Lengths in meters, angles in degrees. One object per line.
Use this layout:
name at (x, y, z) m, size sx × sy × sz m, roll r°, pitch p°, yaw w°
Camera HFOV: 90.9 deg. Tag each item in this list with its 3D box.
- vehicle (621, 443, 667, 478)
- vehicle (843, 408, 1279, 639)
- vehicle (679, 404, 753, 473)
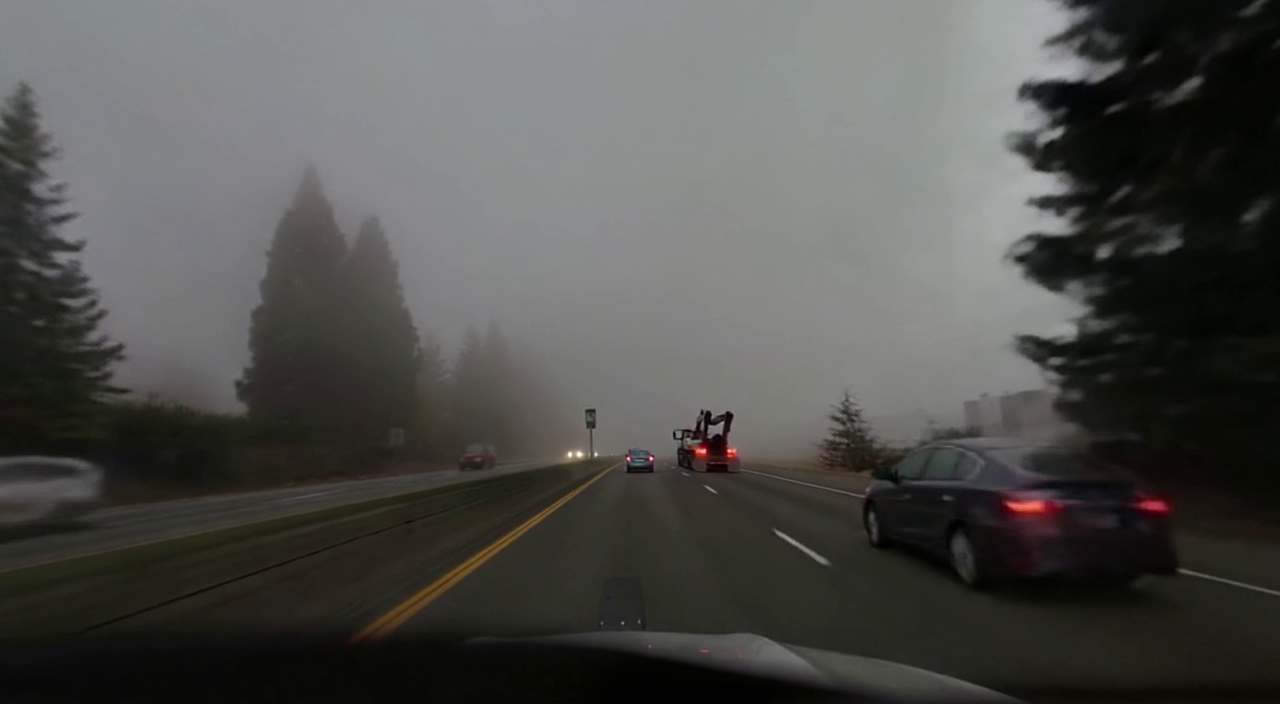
vehicle at (0.153, 5.138, 30.040) m, size 2.045 × 1.527 × 4.023 m, roll 0°, pitch -9°, yaw -1°
vehicle at (3.771, 1.452, 6.234) m, size 2.168 × 1.529 × 3.883 m, roll 0°, pitch -9°, yaw 0°
vehicle at (4.159, 5.107, 36.703) m, size 3.089 × 3.568 × 8.101 m, roll 0°, pitch -9°, yaw -1°
